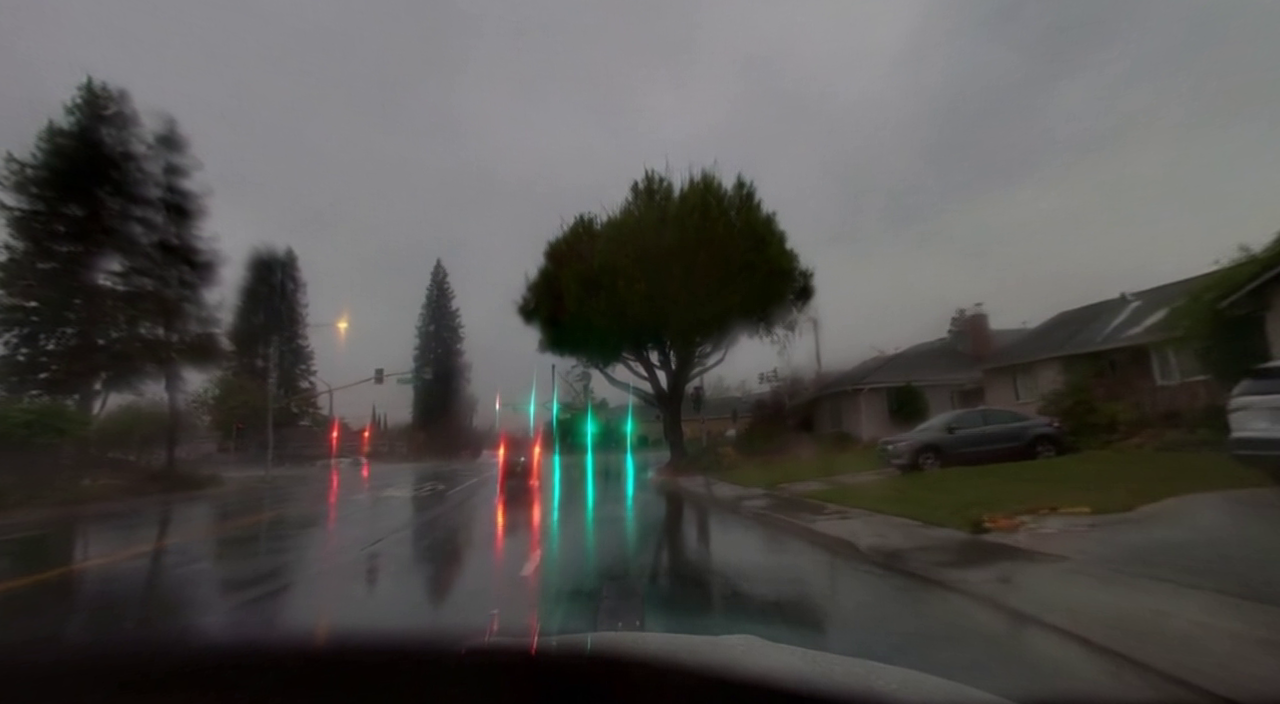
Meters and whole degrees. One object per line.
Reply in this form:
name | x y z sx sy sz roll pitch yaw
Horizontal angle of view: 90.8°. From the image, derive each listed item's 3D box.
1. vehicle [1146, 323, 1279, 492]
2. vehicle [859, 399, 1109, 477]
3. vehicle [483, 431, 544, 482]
vehicle | 9.178 0.738 7.895 4.542 1.857 2.021 2 -9 -16
vehicle | 7.738 1.981 14.494 4.663 1.618 1.962 1 -9 -7
vehicle | -4.934 4.142 25.237 2.041 1.834 4.679 1 -9 -7
